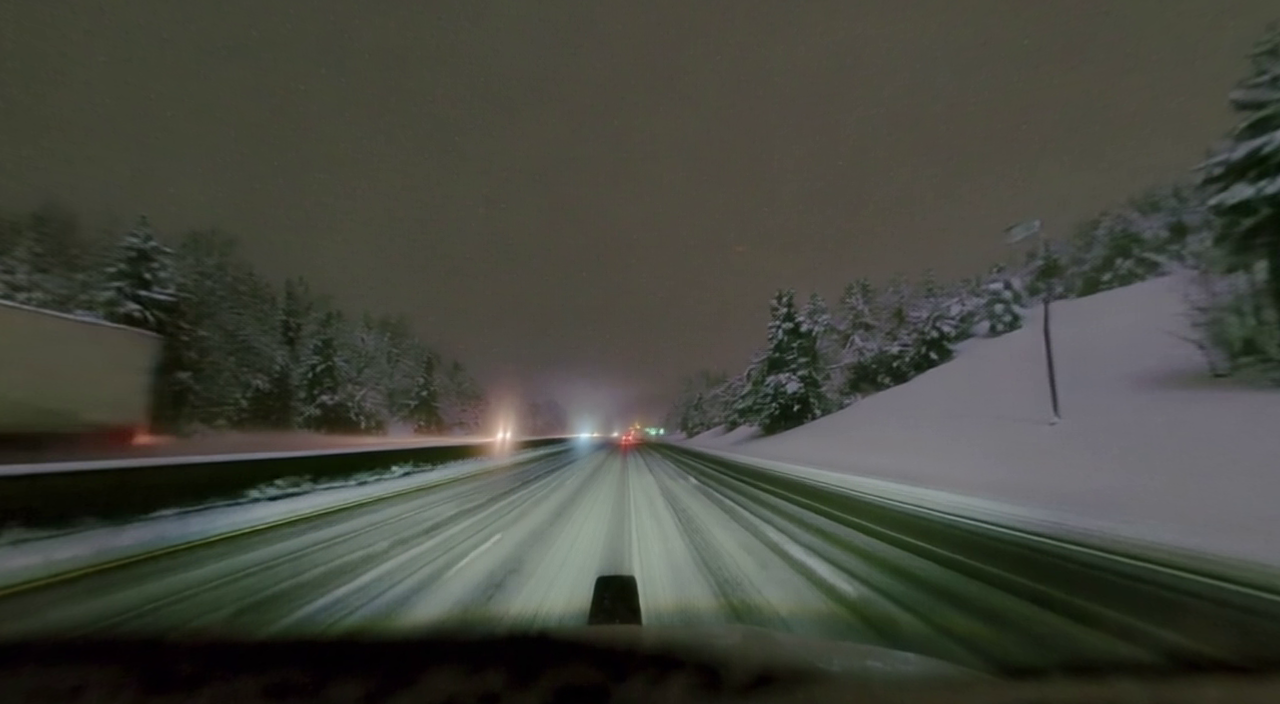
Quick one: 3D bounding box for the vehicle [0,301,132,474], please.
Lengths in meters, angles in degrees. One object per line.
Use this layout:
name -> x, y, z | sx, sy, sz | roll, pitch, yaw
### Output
vehicle -> -16.469, 0.408, 11.594 | 2.929, 4.048, 13.972 | 0, -8, -2
